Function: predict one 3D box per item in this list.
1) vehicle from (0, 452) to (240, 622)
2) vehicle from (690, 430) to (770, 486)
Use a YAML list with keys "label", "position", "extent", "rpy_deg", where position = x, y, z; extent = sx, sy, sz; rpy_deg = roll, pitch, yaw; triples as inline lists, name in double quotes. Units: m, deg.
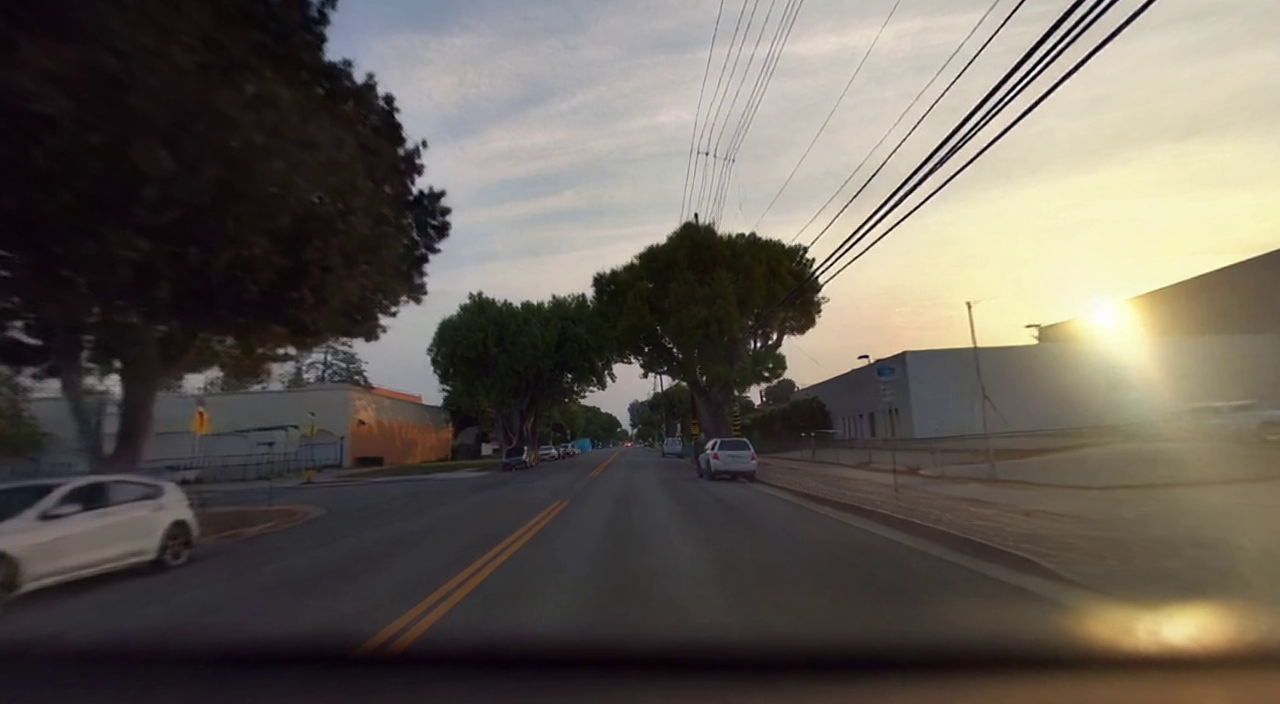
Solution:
- label: "vehicle"
  position: [-6.498, 1.861, 6.659]
  extent: [1.804, 1.403, 4.174]
  rpy_deg: [-3, -8, 1]
- label: "vehicle"
  position: [3.159, 3.868, 23.367]
  extent: [2.138, 1.820, 5.218]
  rpy_deg: [0, -8, 0]
